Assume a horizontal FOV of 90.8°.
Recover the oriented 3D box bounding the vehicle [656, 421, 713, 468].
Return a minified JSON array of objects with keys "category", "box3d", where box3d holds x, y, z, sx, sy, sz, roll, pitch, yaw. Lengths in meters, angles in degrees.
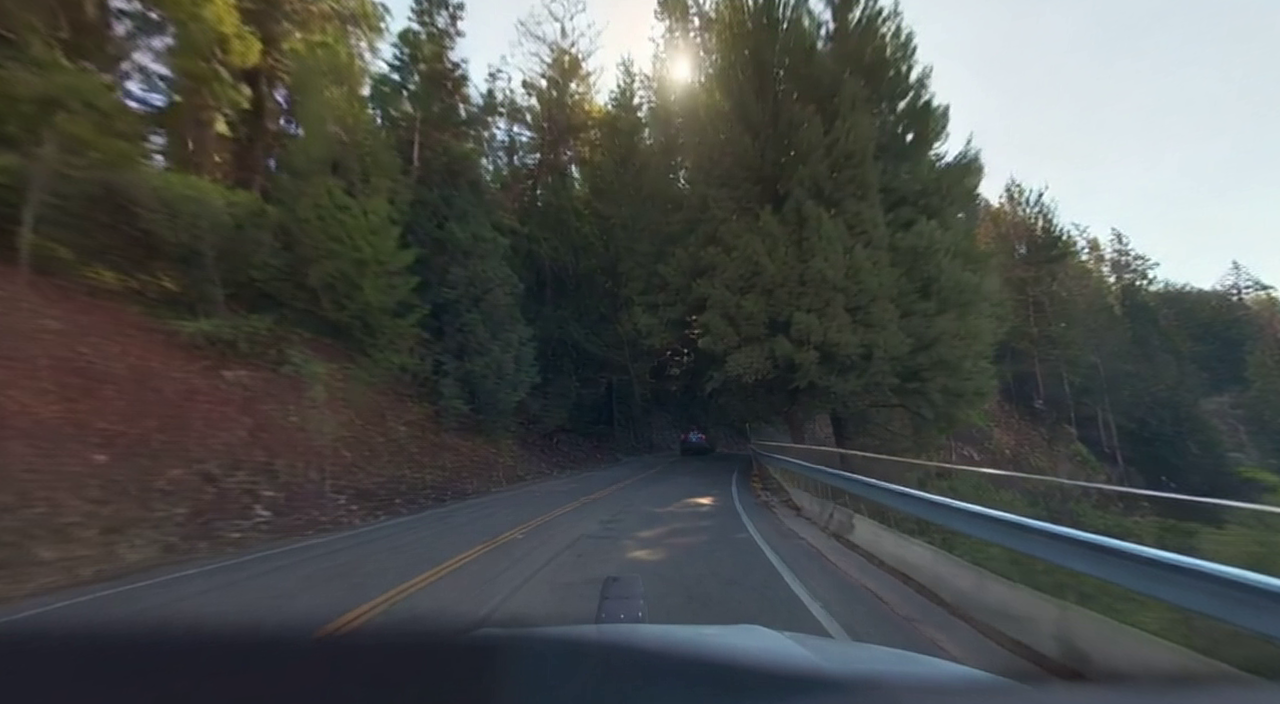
[{"category":"vehicle","box3d":[2.328,4.646,31.656,2.469,1.953,5.605,-6,-9,5]}]
